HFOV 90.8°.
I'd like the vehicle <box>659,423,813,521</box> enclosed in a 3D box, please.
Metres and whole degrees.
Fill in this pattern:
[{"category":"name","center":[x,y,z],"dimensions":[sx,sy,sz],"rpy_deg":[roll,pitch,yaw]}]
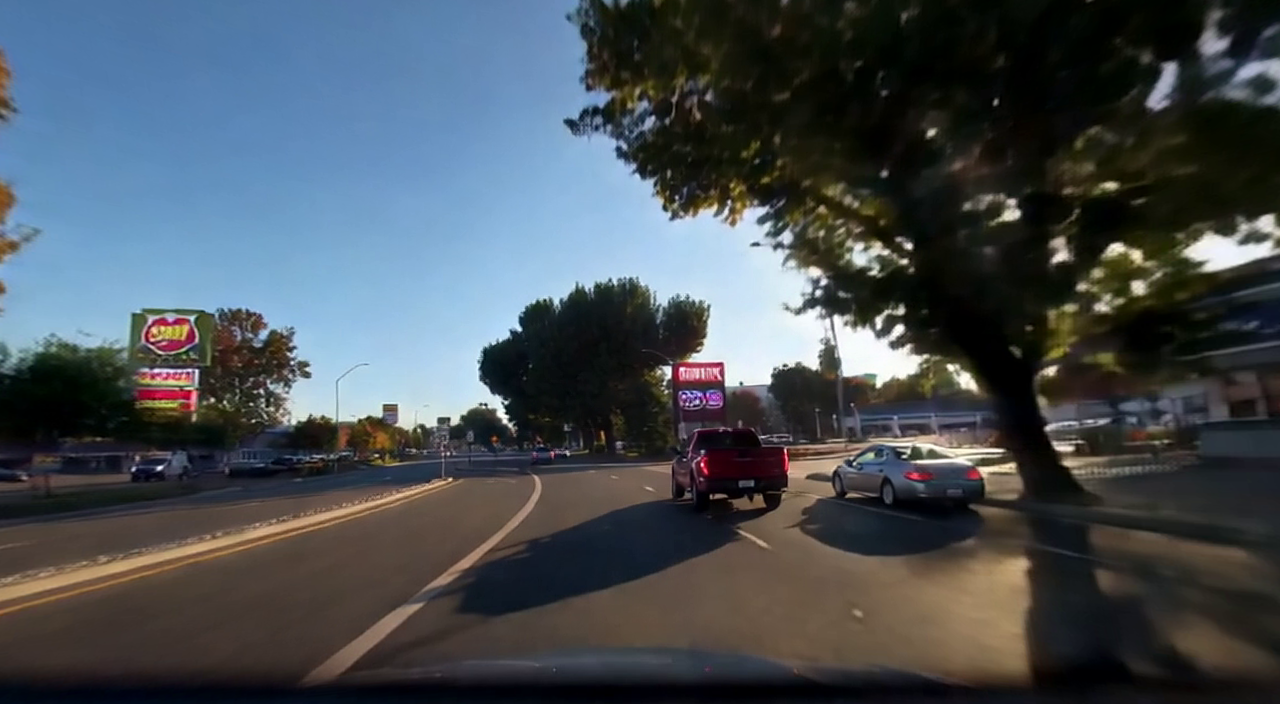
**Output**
[{"category":"vehicle","center":[1.814,2.529,13.933],"dimensions":[2.214,1.749,4.998],"rpy_deg":[1,-9,-5]}]

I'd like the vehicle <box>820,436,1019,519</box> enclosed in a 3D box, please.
[{"category":"vehicle","center":[5.670,2.577,13.561],"dimensions":[1.986,1.480,4.296],"rpy_deg":[1,-9,-5]}]

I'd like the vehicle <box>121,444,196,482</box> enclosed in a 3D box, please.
[{"category":"vehicle","center":[-36.295,8.316,47.872],"dimensions":[2.217,2.629,5.839],"rpy_deg":[2,-9,-14]}]
